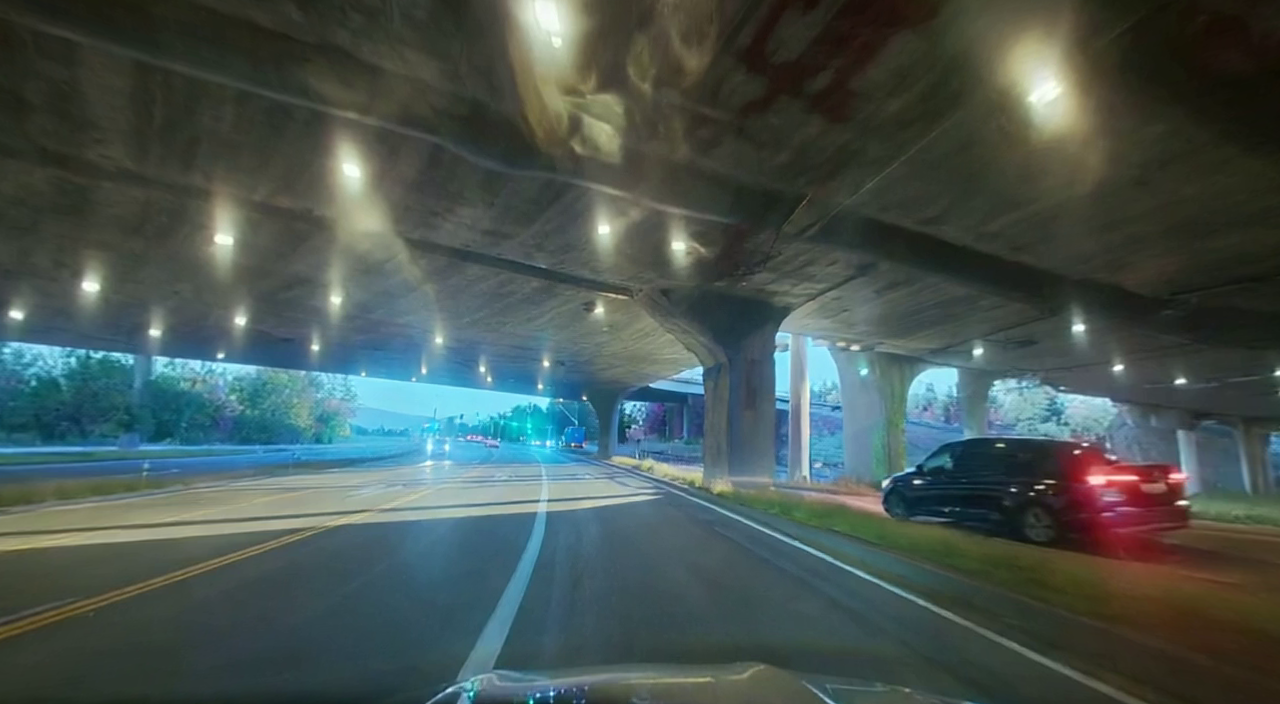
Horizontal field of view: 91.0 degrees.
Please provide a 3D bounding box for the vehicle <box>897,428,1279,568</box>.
[{"bbox_3d":[6.097,1.961,9.424,2.012,1.521,4.663,1,-8,-8],"label":"vehicle"}]
